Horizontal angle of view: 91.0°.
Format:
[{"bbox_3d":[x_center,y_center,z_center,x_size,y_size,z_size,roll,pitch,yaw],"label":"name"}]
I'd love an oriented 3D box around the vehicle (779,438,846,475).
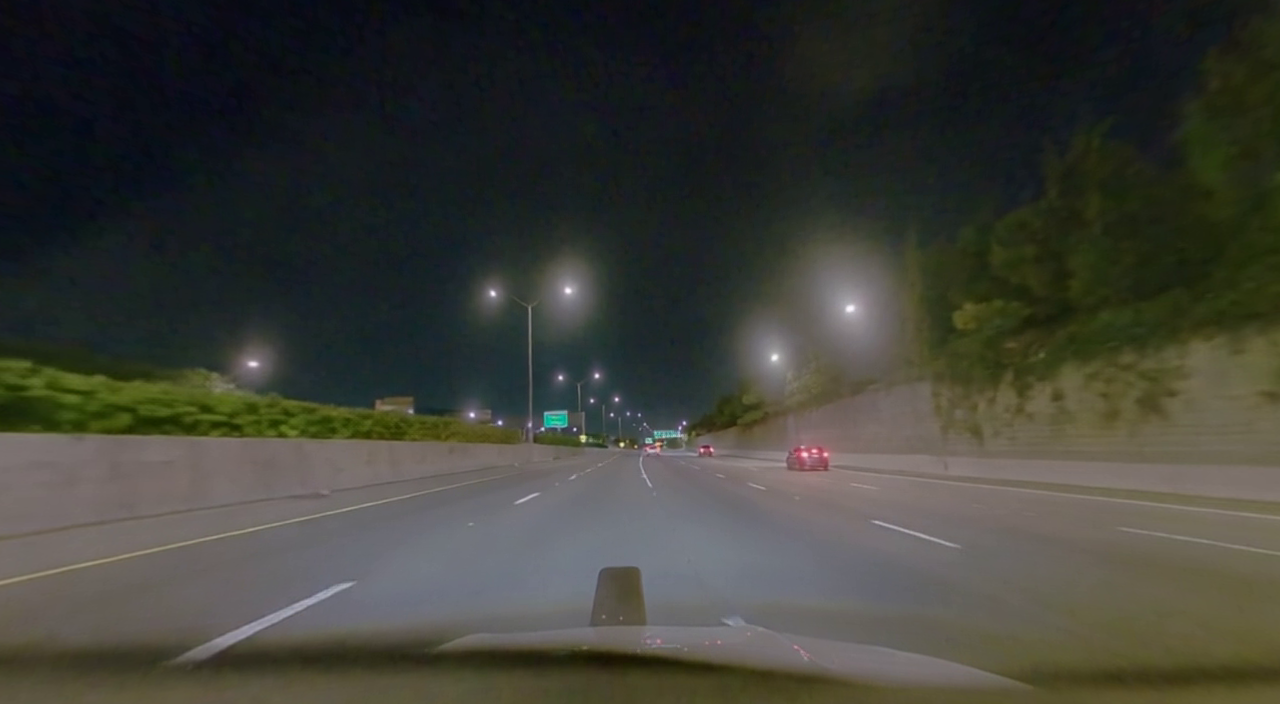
[{"bbox_3d":[8.971,5.497,33.185,2.167,1.781,4.340,0,-9,-1],"label":"vehicle"}]
